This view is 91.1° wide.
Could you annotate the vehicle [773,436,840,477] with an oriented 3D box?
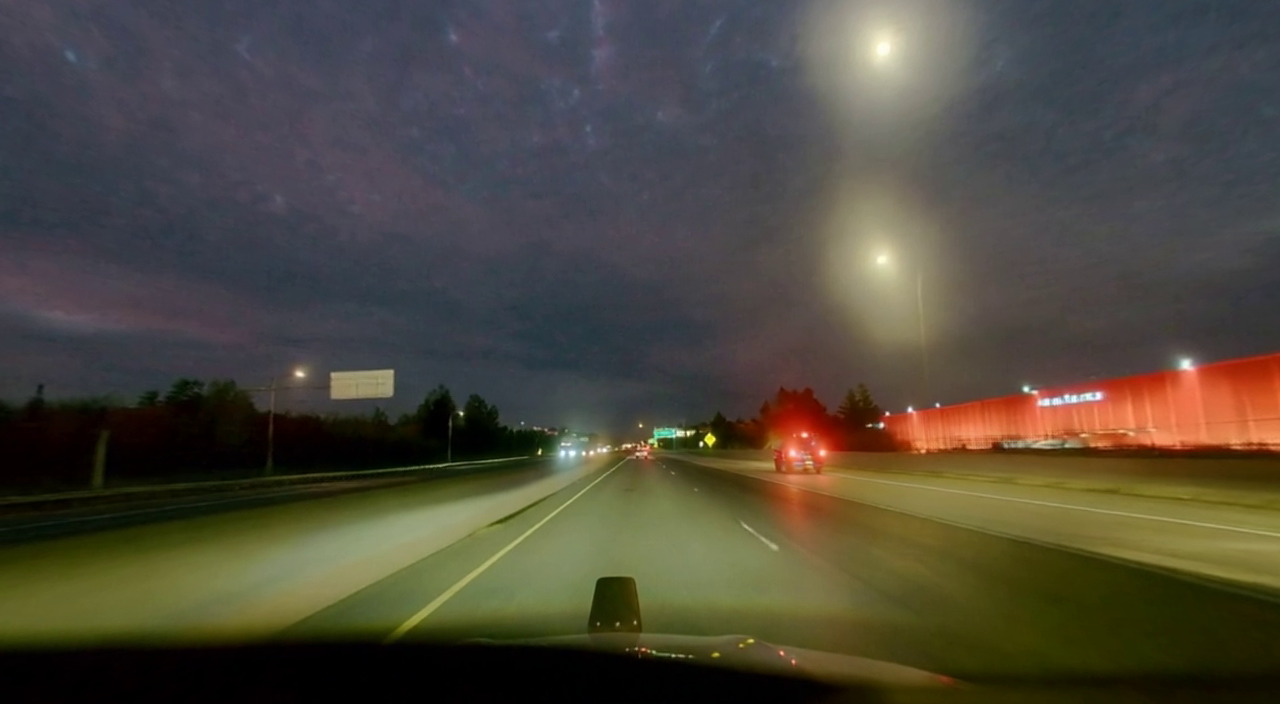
[{"bbox_3d":[8.670,5.500,33.228,2.156,1.943,5.010,0,-9,0],"label":"vehicle"}]
